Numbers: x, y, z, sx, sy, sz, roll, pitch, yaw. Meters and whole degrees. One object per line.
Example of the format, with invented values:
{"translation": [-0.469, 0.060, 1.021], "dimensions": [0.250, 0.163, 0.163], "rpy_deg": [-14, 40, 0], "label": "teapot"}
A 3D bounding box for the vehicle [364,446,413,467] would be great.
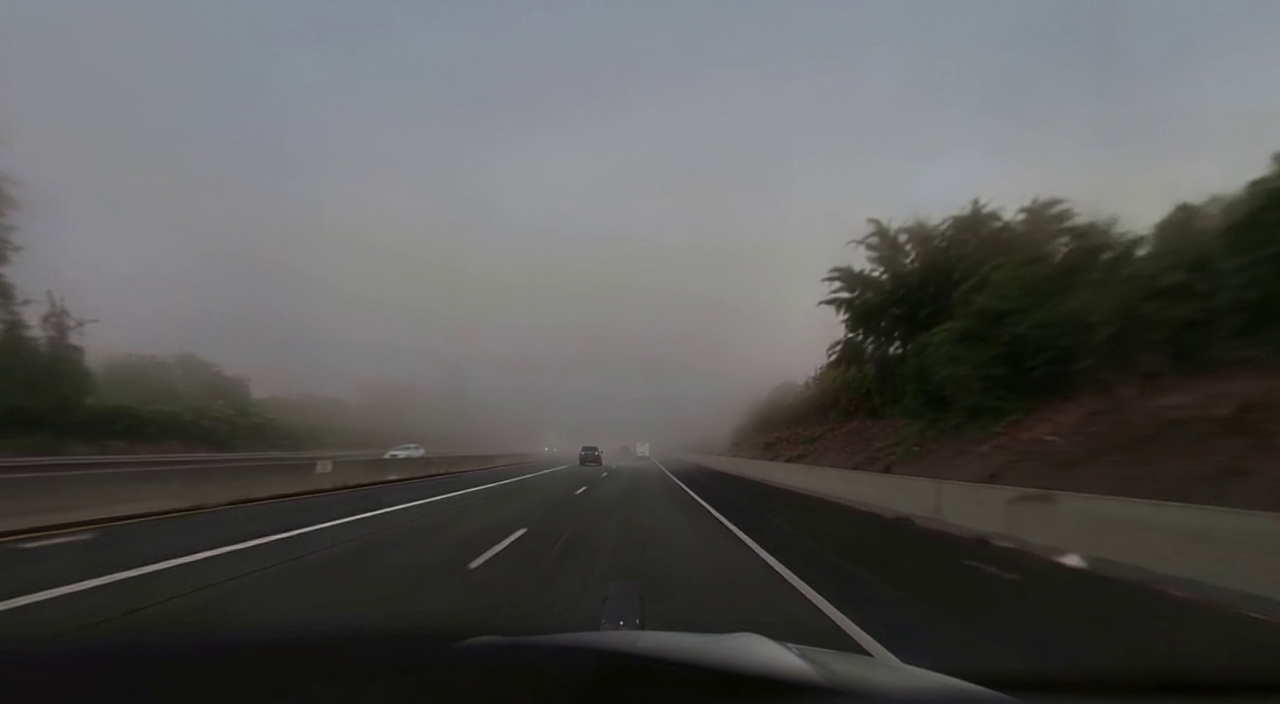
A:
{"translation": [-18.832, 7.817, 47.438], "dimensions": [1.823, 1.458, 4.400], "rpy_deg": [0, -9, 1], "label": "vehicle"}

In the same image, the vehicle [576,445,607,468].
{"translation": [-3.497, 7.582, 45.819], "dimensions": [1.921, 1.536, 3.920], "rpy_deg": [0, -9, 0], "label": "vehicle"}
